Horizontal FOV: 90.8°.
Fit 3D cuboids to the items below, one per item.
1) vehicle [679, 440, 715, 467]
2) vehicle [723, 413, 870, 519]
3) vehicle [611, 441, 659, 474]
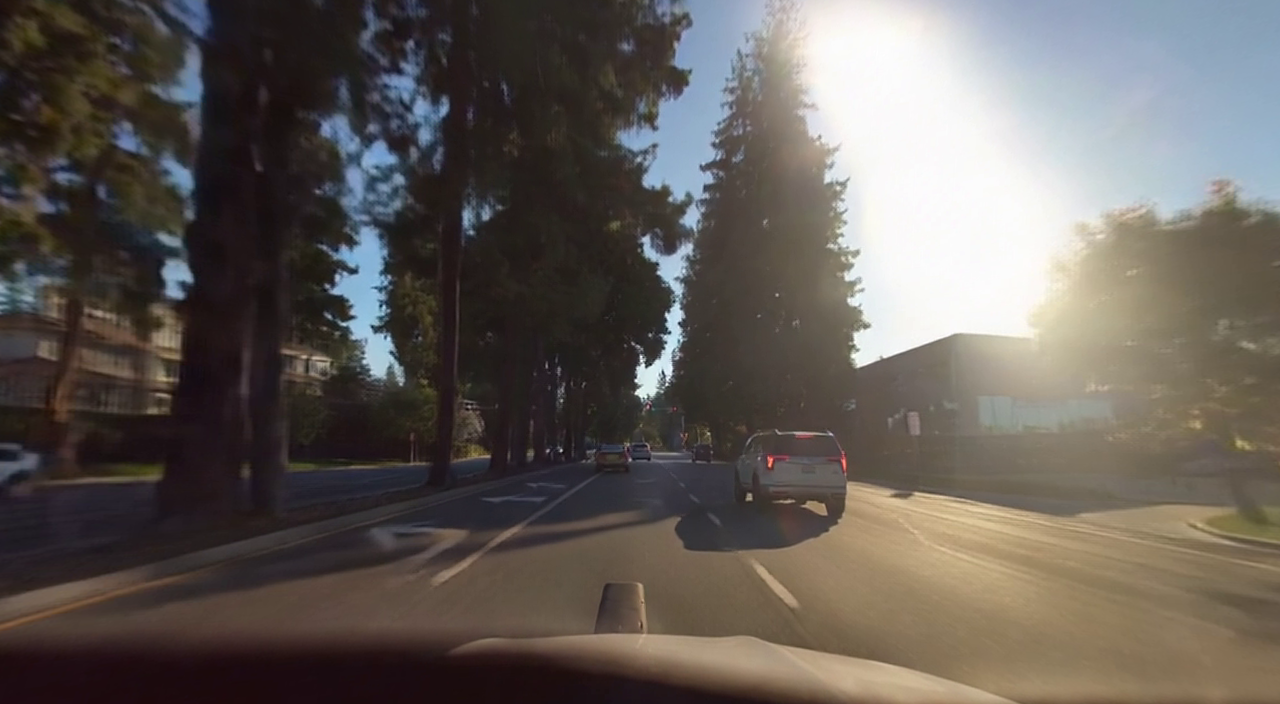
[{"bbox_3d":[3.708,6.708,41.947,1.922,1.708,4.126,0,-8,-1],"label":"vehicle"},{"bbox_3d":[3.172,2.428,13.854,2.035,1.940,4.299,0,-8,-1],"label":"vehicle"},{"bbox_3d":[-0.220,5.046,30.312,2.119,1.460,3.847,0,-8,0],"label":"vehicle"}]
